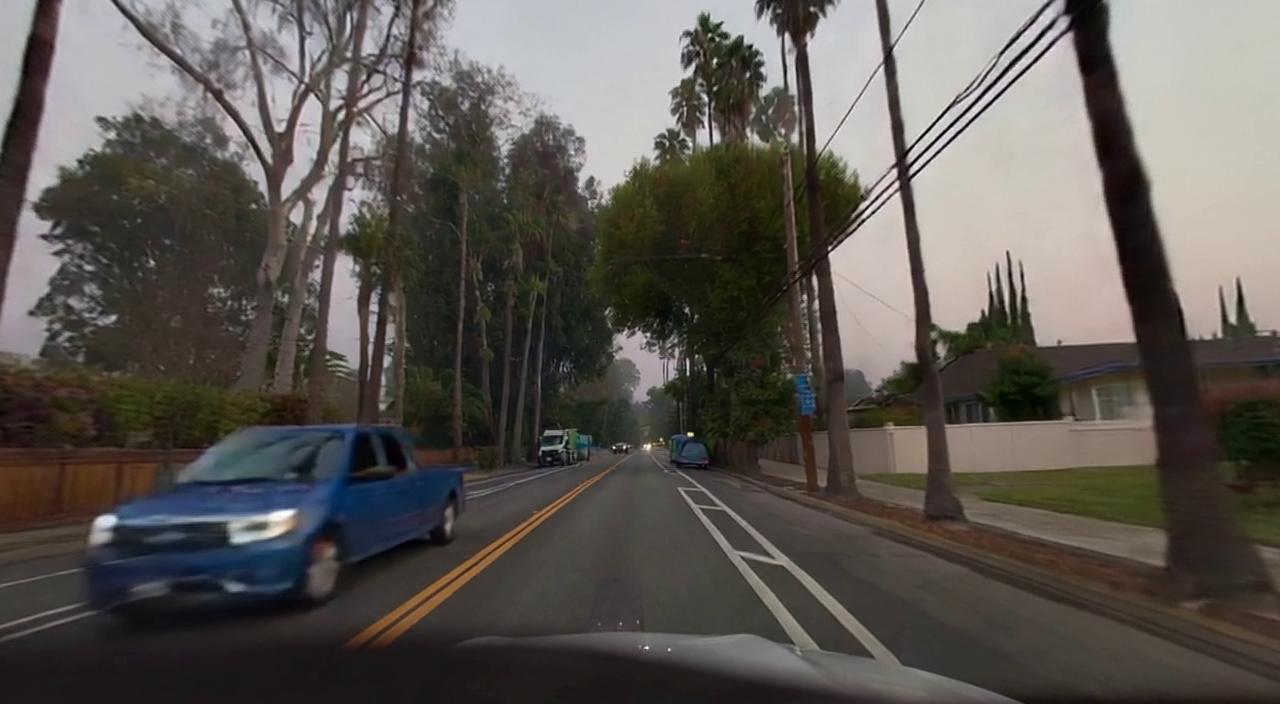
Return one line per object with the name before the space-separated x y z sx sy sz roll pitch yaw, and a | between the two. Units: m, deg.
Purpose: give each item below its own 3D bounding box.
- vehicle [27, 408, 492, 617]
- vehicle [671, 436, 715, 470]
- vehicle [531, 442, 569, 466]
vehicle | -3.737 1.707 7.955 2.336 1.669 5.581 0 -8 1
vehicle | 3.056 5.942 37.451 2.168 1.851 4.861 0 -8 -1
vehicle | -6.494 7.420 46.022 1.935 1.655 4.409 0 -9 2
